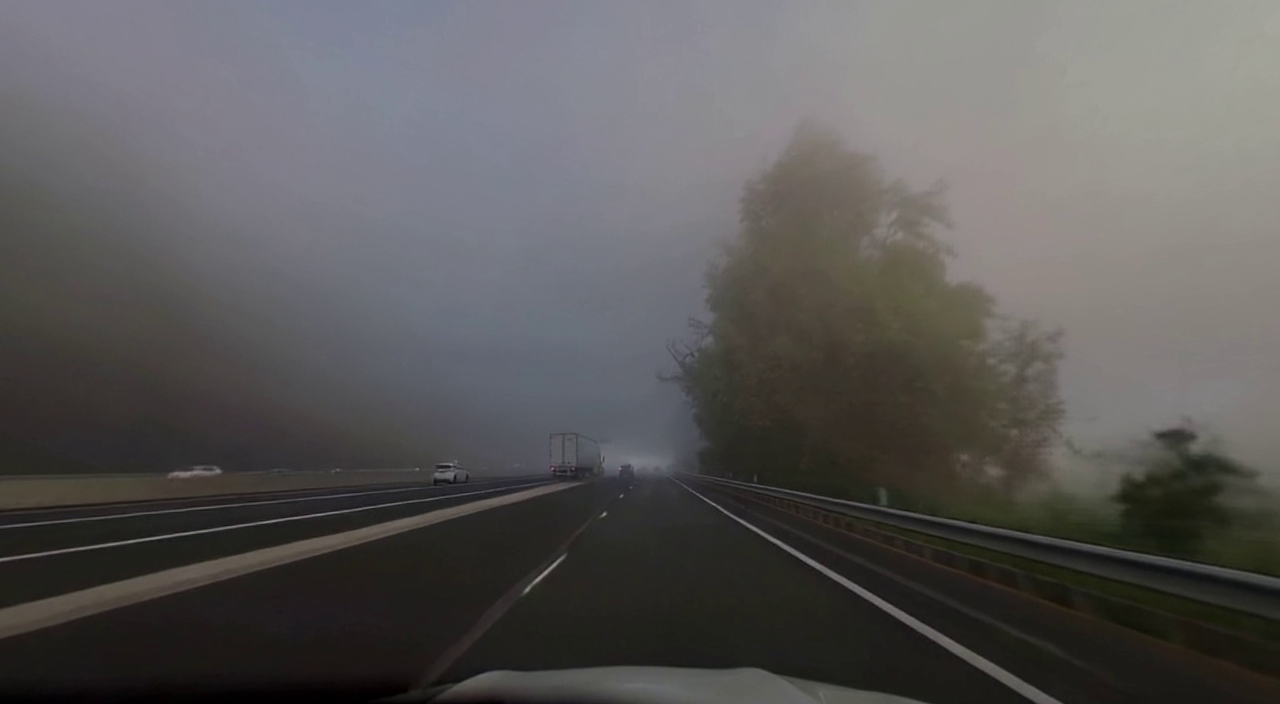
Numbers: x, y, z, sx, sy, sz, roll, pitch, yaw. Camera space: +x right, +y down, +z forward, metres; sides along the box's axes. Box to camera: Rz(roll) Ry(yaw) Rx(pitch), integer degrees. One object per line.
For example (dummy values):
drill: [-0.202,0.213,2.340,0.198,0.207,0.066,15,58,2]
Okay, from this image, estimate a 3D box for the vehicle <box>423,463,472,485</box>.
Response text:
vehicle: [-13.110,8.324,43.073,1.745,1.430,4.252,0,-10,4]
